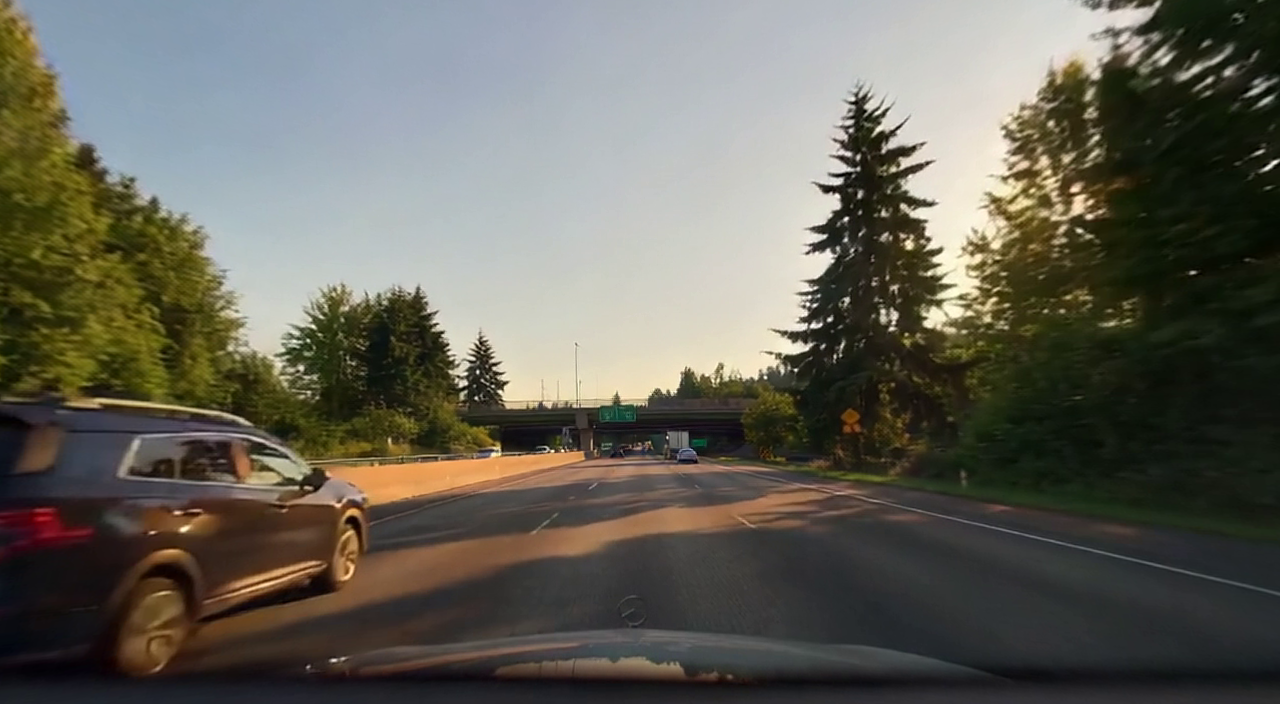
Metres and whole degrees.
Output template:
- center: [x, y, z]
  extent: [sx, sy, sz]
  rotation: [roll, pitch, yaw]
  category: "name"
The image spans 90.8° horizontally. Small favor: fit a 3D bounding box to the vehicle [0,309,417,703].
- center: [-3.385, 1.029, 4.037]
  extent: [2.238, 1.792, 4.518]
  rotation: [0, -9, 0]
  category: "vehicle"
